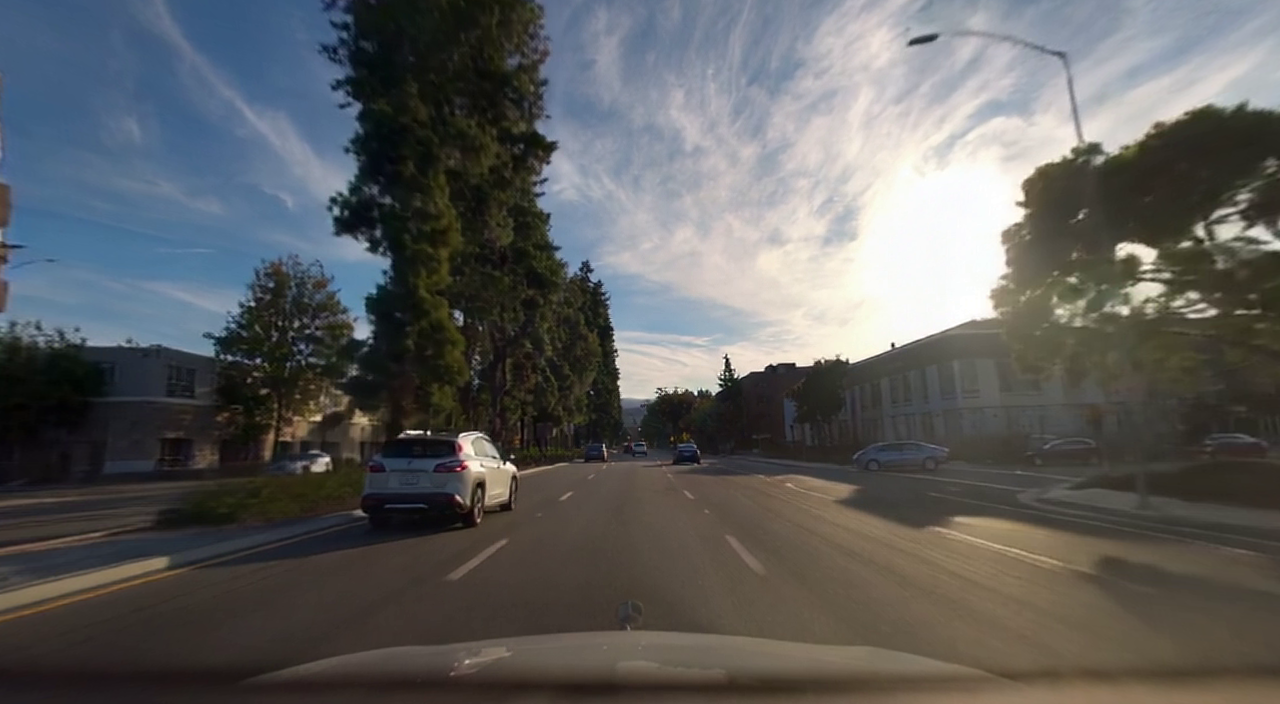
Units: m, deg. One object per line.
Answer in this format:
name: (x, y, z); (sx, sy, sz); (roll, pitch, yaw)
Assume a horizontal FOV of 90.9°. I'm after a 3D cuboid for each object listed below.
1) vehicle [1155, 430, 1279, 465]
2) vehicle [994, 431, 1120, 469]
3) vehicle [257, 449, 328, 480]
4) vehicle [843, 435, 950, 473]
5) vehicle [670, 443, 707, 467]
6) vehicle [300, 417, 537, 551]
vehicle: (28.771, 4.717, 31.218); (4.759, 1.666, 1.941); (0, -9, -1)
vehicle: (20.655, 4.866, 31.379); (4.691, 1.626, 1.989); (-3, -9, 3)
vehicle: (-21.261, 6.860, 38.800); (1.841, 1.722, 4.490); (0, -8, 0)
vehicle: (12.691, 5.117, 31.517); (4.515, 1.599, 1.968); (-4, -10, 10)
vehicle: (3.165, 6.817, 42.061); (2.087, 1.506, 4.276); (0, -8, 0)
vehicle: (-3.146, 1.982, 10.204); (2.121, 1.656, 4.559); (0, -8, 1)
